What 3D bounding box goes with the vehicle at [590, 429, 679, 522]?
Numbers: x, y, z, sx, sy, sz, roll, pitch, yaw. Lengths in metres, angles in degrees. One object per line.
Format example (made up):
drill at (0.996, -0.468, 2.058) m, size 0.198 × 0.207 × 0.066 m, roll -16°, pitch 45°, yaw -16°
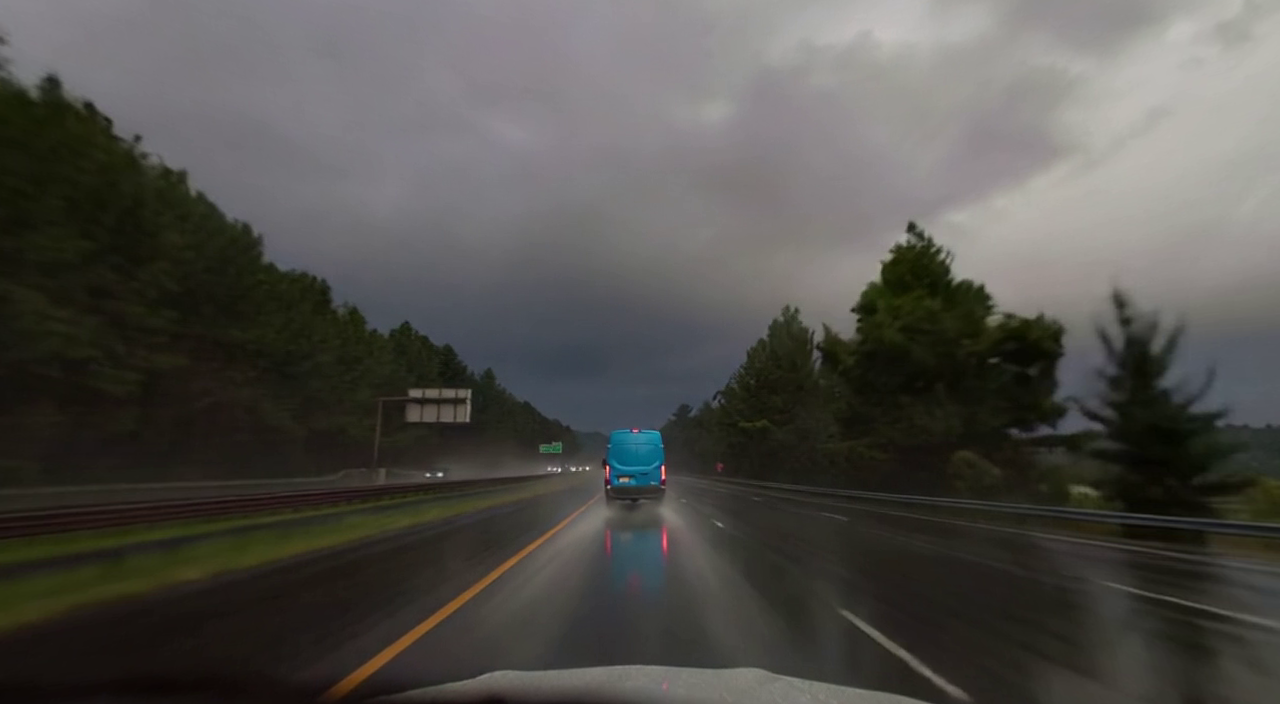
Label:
vehicle at (-0.299, 3.877, 20.066) m, size 2.375 × 2.432 × 6.161 m, roll 1°, pitch -10°, yaw -3°
